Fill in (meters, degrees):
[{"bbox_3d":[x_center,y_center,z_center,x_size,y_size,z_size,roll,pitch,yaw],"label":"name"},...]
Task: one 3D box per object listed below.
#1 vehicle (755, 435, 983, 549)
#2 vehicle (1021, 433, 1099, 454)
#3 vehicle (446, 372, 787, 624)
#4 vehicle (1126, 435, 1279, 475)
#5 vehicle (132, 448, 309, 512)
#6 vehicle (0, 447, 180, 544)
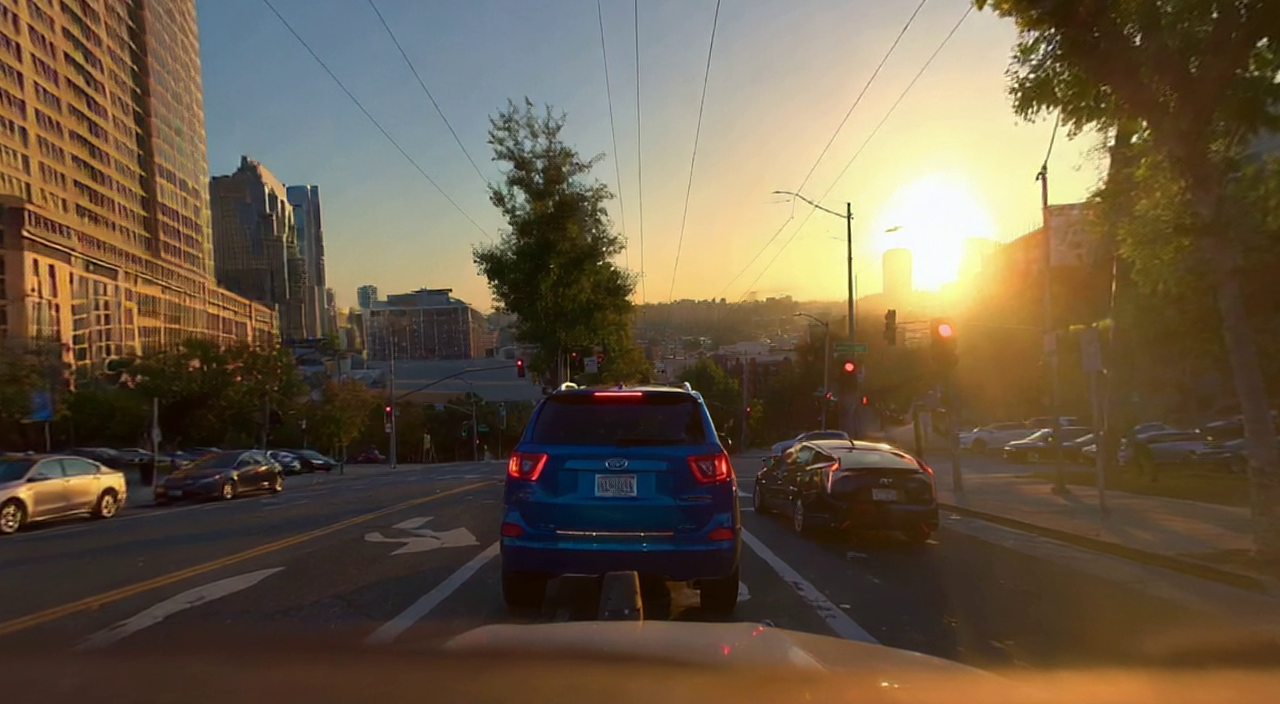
[{"bbox_3d":[3.294,2.085,10.086,2.056,1.422,4.130,0,-8,-1],"label":"vehicle"},{"bbox_3d":[32.499,7.085,48.601,5.224,1.515,2.164,3,-9,-18],"label":"vehicle"},{"bbox_3d":[-0.161,1.365,6.771,2.453,1.816,4.300,0,-8,0],"label":"vehicle"},{"bbox_3d":[22.160,4.052,24.965,4.055,1.469,1.848,-4,-9,26],"label":"vehicle"},{"bbox_3d":[-12.456,3.785,19.138,2.207,1.648,4.675,0,-8,-1],"label":"vehicle"},{"bbox_3d":[-12.531,2.916,13.470,1.891,1.723,4.360,0,-8,1],"label":"vehicle"}]
